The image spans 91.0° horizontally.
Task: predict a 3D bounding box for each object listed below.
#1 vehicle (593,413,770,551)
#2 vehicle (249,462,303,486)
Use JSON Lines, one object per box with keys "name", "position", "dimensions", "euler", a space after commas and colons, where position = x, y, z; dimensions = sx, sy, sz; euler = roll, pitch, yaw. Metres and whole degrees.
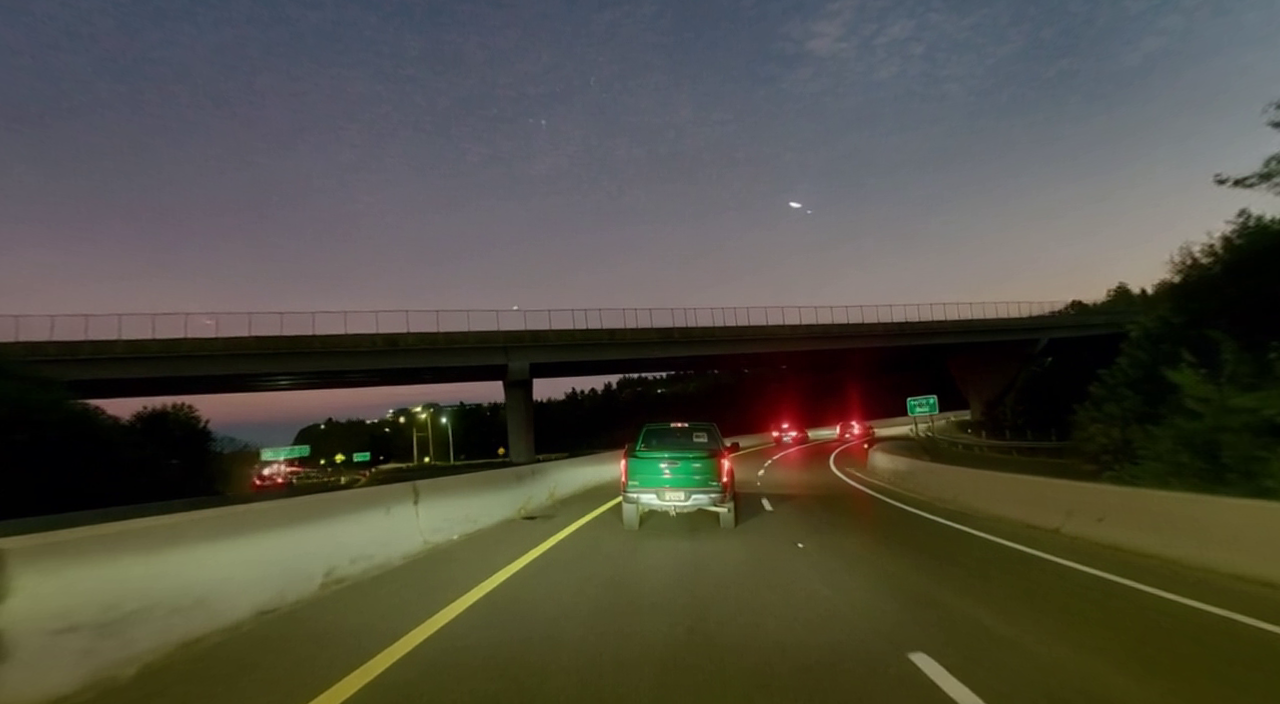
{"name": "vehicle", "position": [0.690, 1.968, 10.242], "dimensions": [2.235, 1.716, 4.435], "euler": [-1, -9, 5]}
{"name": "vehicle", "position": [-25.522, 8.553, 44.314], "dimensions": [1.965, 1.464, 4.514], "euler": [2, -9, -13]}
